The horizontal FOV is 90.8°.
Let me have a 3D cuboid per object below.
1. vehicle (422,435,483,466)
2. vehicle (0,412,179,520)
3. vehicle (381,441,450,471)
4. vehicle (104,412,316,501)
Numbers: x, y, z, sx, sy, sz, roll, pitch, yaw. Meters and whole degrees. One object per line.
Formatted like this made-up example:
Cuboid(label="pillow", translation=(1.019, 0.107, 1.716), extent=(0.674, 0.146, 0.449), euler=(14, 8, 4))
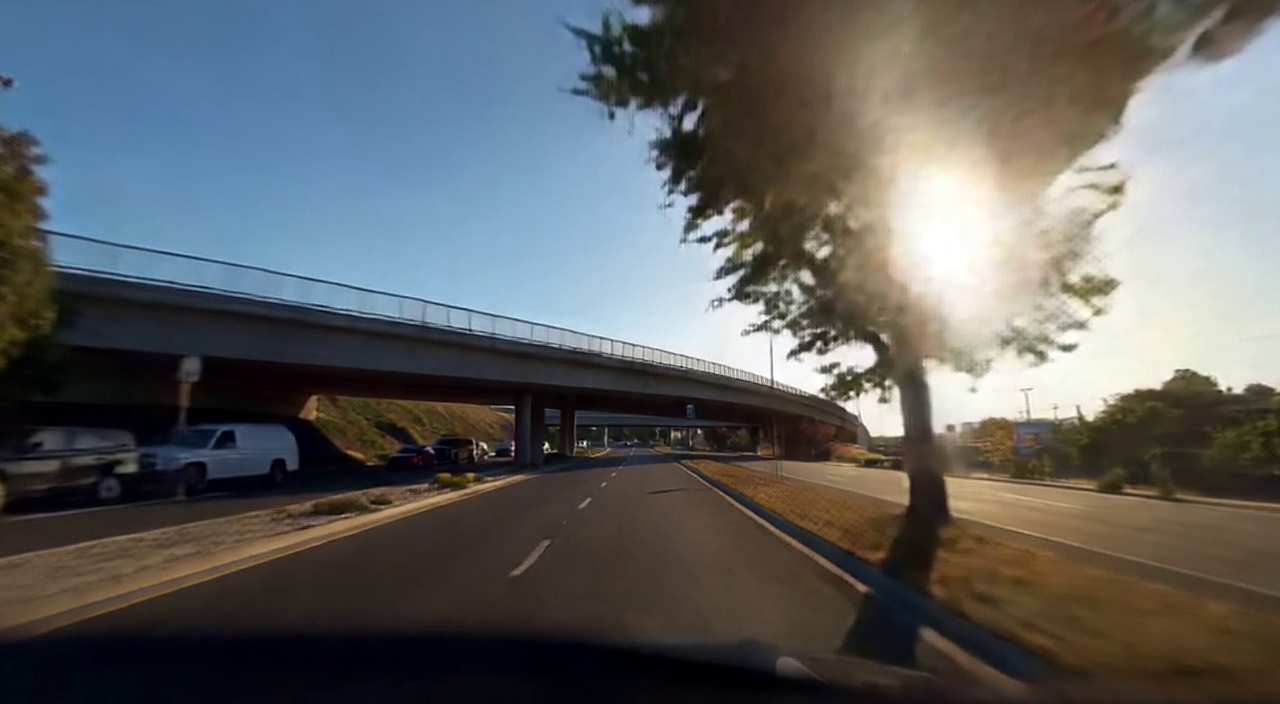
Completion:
Cuboid(label="vehicle", translation=(-12.603, 6.644, 42.895), extent=(2.064, 1.809, 5.545), euler=(4, -8, 3))
Cuboid(label="vehicle", translation=(-13.232, 2.435, 13.968), extent=(2.136, 2.016, 5.354), euler=(2, -9, -3))
Cuboid(label="vehicle", translation=(-13.001, 6.029, 36.930), extent=(2.156, 1.489, 4.758), euler=(4, -8, 2))
Cuboid(label="vehicle", translation=(-13.345, 3.292, 20.400), extent=(2.307, 2.349, 6.335), euler=(1, -8, 0))
